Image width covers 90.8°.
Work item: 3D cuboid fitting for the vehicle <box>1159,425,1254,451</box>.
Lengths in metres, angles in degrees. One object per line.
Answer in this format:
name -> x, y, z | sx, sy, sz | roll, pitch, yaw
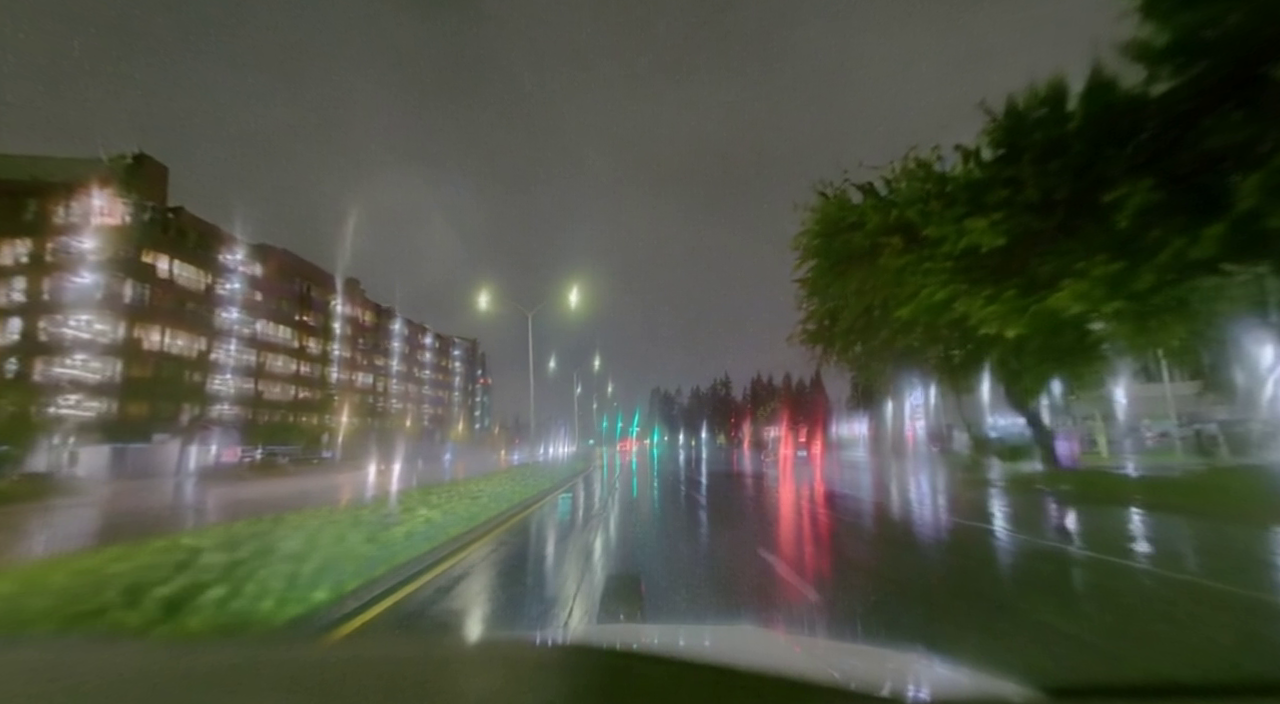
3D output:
vehicle -> 35.903, 5.476, 40.236 | 1.858, 1.507, 4.593 | 1, -7, 1
